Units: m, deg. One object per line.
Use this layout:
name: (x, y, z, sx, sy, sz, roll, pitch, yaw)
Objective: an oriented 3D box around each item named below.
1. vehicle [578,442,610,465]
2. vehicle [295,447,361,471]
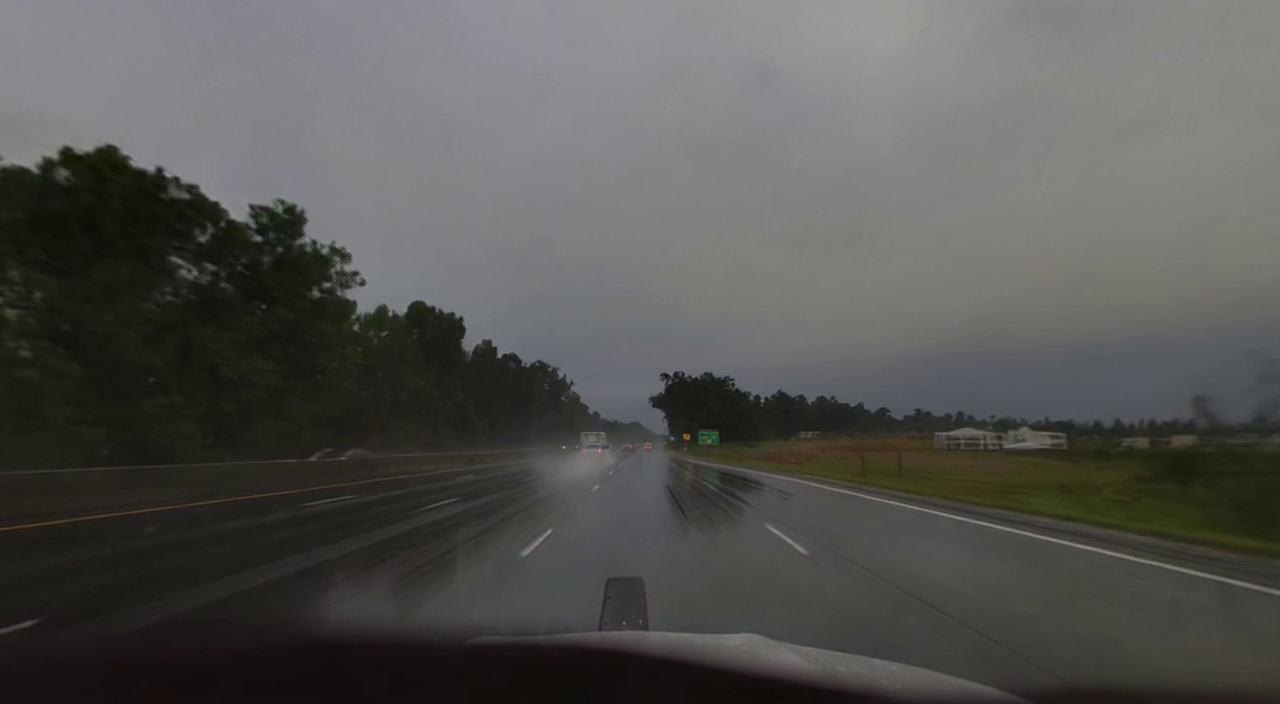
vehicle: (-3.303, 7.397, 46.185, 1.993, 1.589, 3.898, 0, -8, 0)
vehicle: (-21.214, 7.278, 43.130, 2.022, 1.472, 4.629, 0, -8, 2)
